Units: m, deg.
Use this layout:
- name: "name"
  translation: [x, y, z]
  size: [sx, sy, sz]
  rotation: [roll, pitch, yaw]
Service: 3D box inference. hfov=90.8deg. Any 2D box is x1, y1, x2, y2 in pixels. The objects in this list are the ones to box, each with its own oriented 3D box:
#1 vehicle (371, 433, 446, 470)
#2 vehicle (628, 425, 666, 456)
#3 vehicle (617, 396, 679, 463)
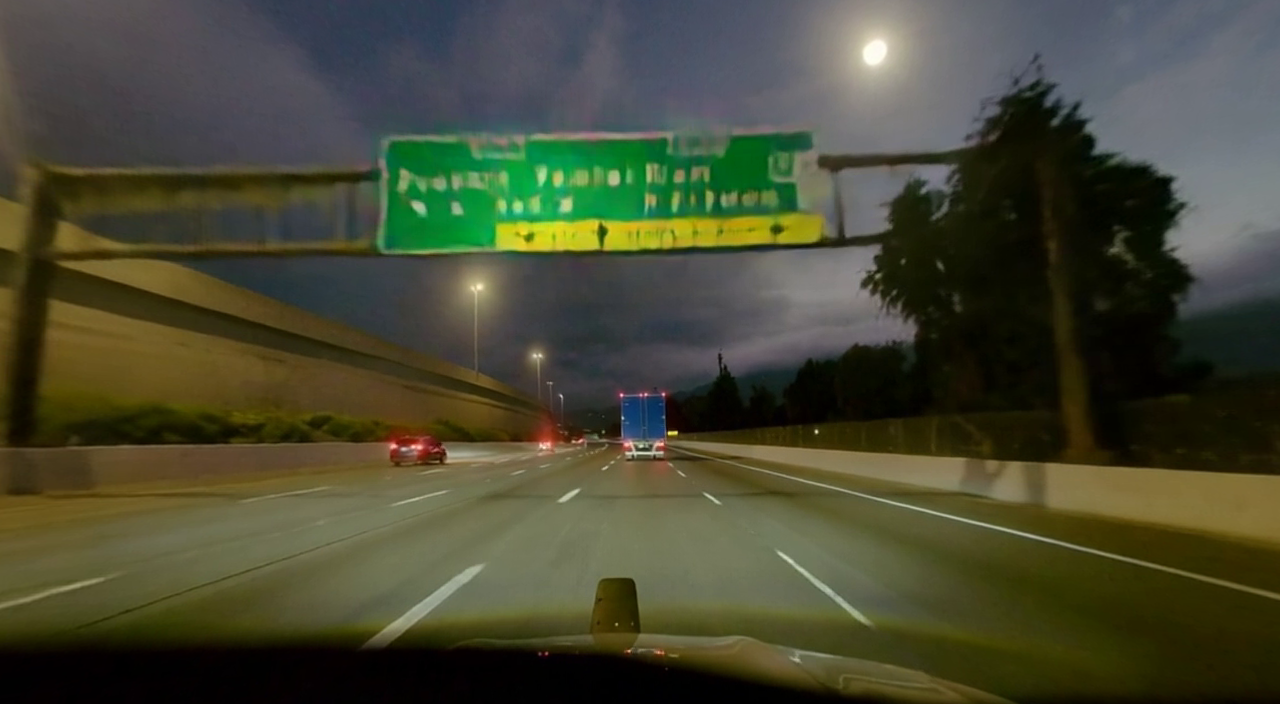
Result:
- name: "vehicle"
  translation: [-10.761, 4.661, 29.699]
  size: [1.919, 1.625, 4.183]
  rotation: [0, -8, 0]
- name: "vehicle"
  translation: [0.345, 5.186, 36.971]
  size: [2.052, 1.666, 4.358]
  rotation: [0, -8, -1]
- name: "vehicle"
  translation: [0.238, 5.052, 40.192]
  size: [3.233, 3.678, 11.032]
  rotation: [0, -8, -3]
